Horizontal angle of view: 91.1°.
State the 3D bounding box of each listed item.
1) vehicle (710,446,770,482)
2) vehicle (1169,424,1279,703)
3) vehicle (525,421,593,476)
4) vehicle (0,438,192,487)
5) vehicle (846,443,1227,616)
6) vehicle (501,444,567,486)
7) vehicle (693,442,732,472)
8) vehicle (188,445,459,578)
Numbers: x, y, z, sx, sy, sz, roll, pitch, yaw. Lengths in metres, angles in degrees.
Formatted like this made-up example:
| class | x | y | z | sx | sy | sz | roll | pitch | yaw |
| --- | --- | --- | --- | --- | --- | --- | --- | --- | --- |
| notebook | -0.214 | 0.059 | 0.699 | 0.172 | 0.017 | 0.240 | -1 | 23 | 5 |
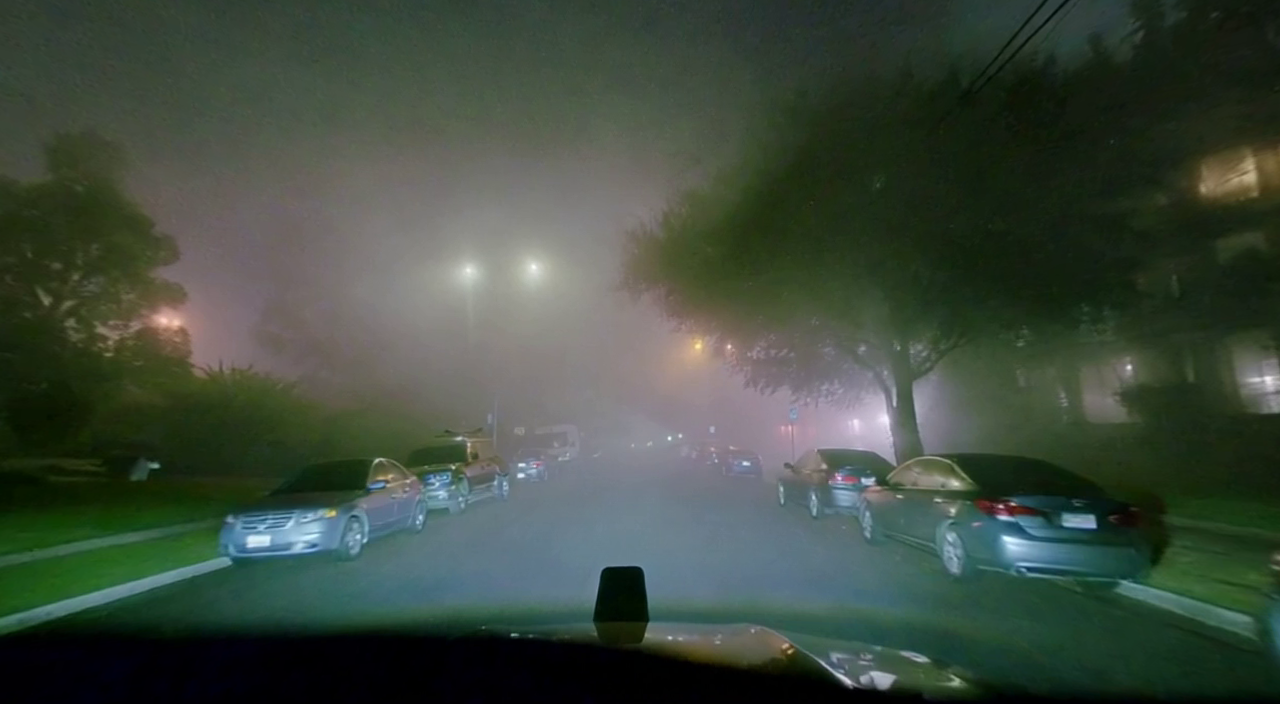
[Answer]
| class | x | y | z | sx | sy | sz | roll | pitch | yaw |
| --- | --- | --- | --- | --- | --- | --- | --- | --- | --- |
| vehicle | 4.303 | 4.861 | 27.544 | 1.846 | 1.351 | 4.272 | 3 | -8 | -1 |
| vehicle | 3.968 | 0.882 | 1.134 | 1.893 | 1.500 | 4.830 | 3 | -8 | 1 |
| vehicle | -4.277 | 5.241 | 34.234 | 2.470 | 2.613 | 5.989 | -4 | -9 | 4 |
| vehicle | -17.442 | 3.519 | 20.120 | 4.573 | 1.460 | 2.022 | 0 | -8 | 0 |
| vehicle | 4.205 | 1.881 | 7.733 | 1.852 | 1.487 | 4.327 | 0 | -8 | 0 |
| vehicle | -4.639 | 5.016 | 28.255 | 2.023 | 1.568 | 4.942 | -3 | -9 | 1 |
| vehicle | 4.254 | 6.193 | 37.343 | 1.839 | 1.520 | 4.498 | 3 | -8 | 1 |
| vehicle | -4.604 | 2.325 | 10.146 | 2.008 | 1.524 | 4.602 | -1 | -8 | 0 |
